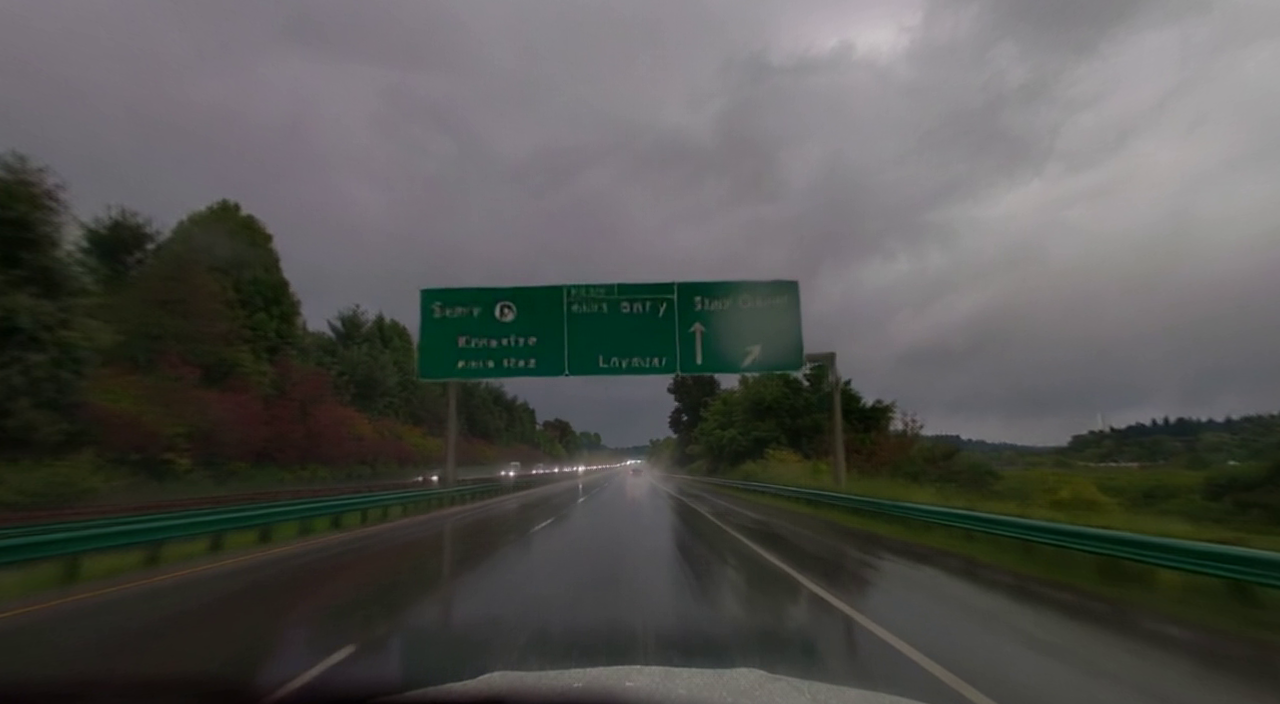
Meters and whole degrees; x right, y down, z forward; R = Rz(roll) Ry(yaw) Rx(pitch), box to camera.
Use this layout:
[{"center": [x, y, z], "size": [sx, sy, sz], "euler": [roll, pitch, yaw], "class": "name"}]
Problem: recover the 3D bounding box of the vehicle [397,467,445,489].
[{"center": [-16.315, 9.396, 47.140], "size": [1.918, 1.458, 4.498], "euler": [1, -11, 0], "class": "vehicle"}]
